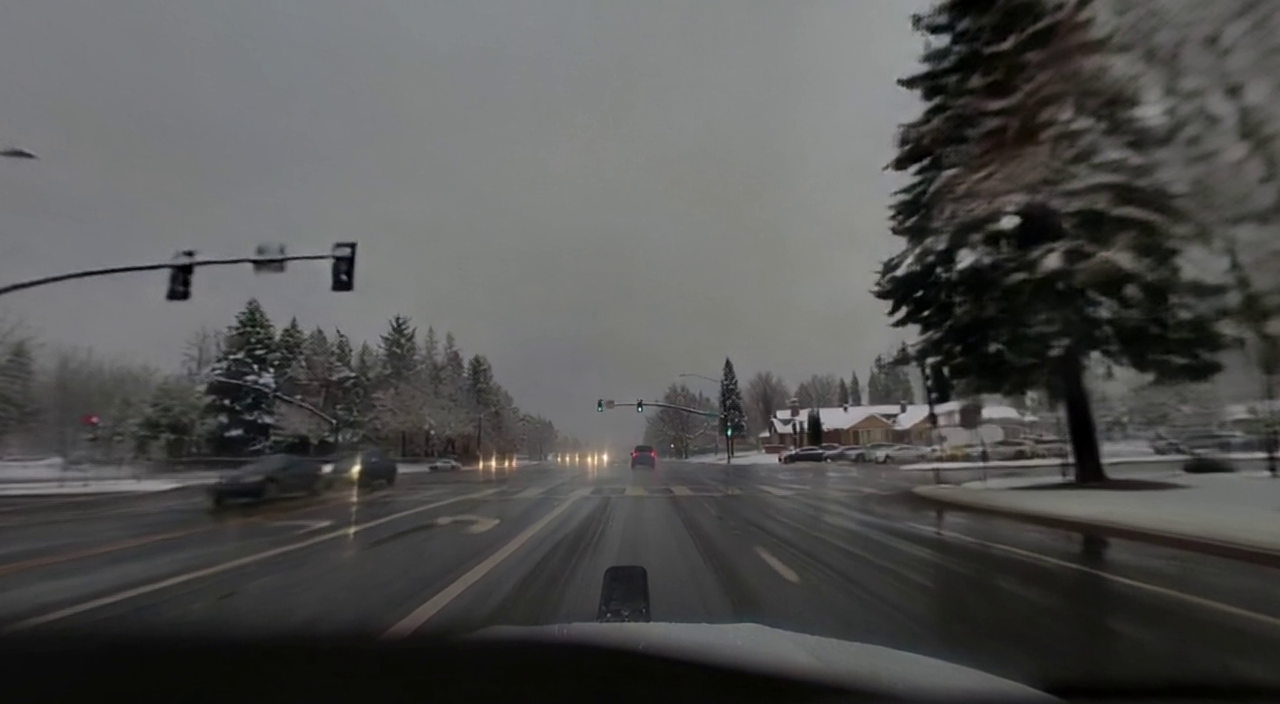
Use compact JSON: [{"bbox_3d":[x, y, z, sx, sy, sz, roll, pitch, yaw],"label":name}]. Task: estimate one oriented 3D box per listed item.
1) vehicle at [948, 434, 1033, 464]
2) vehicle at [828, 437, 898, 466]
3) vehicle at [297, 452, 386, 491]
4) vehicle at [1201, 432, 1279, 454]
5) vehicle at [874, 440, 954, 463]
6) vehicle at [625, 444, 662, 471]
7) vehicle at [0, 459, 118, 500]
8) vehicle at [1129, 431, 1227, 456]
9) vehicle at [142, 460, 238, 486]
[{"bbox_3d":[25.307,7.022,45.625,4.897,1.637,1.895,-6,-9,1],"label":"vehicle"},{"bbox_3d":[17.430,7.806,49.357,4.554,1.704,2.121,-6,-9,1],"label":"vehicle"},{"bbox_3d":[-14.838,5.916,31.675,2.138,1.761,4.611,-1,-9,0],"label":"vehicle"},{"bbox_3d":[46.600,7.065,48.672,4.485,1.575,1.903,-2,-9,2],"label":"vehicle"},{"bbox_3d":[18.576,6.762,42.835,4.474,1.482,1.937,-1,-9,1],"label":"vehicle"},{"bbox_3d":[0.183,7.310,43.830,2.437,1.737,4.420,0,-9,-1],"label":"vehicle"},{"bbox_3d":[-27.851,5.972,29.663,4.569,1.790,2.292,-1,-9,3],"label":"vehicle"},{"bbox_3d":[36.174,6.176,42.486,4.586,1.634,2.107,-1,-9,0],"label":"vehicle"},{"bbox_3d":[-28.308,7.612,39.767,4.415,1.475,2.183,-1,-9,2],"label":"vehicle"}]
